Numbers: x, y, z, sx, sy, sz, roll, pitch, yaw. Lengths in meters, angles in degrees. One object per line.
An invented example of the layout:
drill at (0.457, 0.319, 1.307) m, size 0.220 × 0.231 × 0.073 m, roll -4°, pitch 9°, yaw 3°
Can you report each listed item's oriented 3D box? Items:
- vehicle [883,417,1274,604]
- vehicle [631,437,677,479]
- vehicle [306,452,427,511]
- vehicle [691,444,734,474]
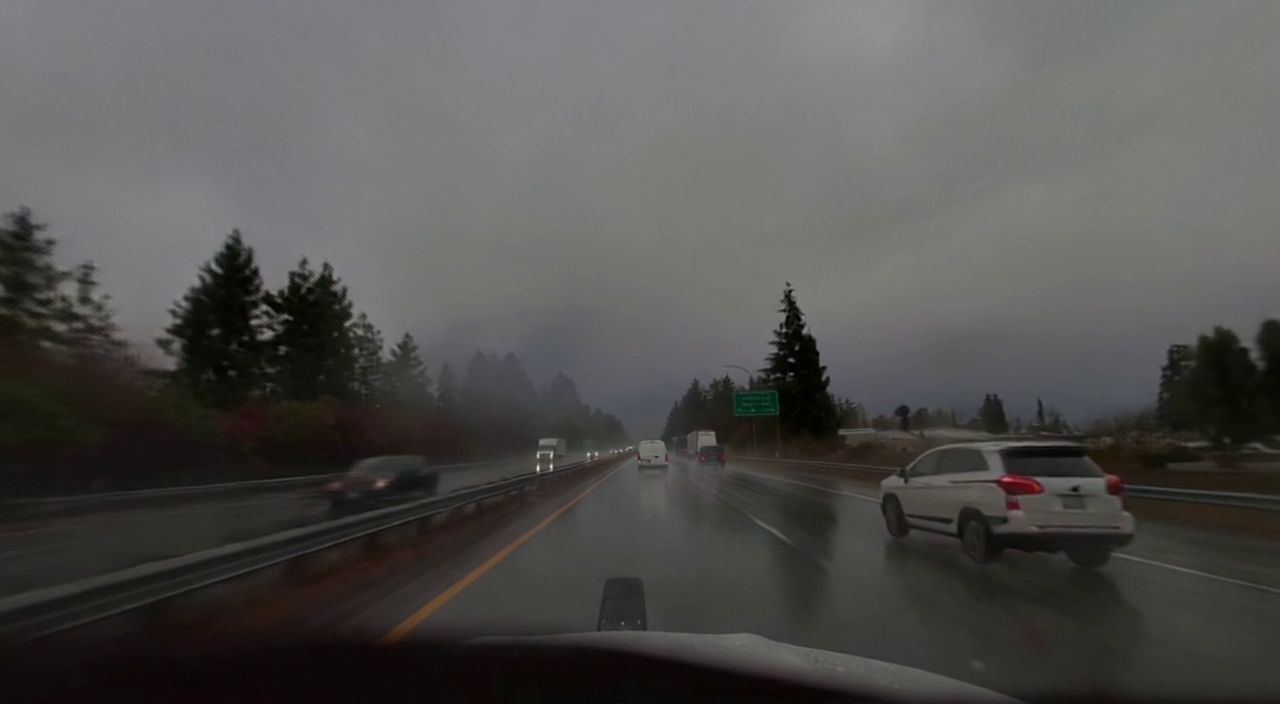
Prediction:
vehicle at (4.399, 1.611, 7.149) m, size 1.868 × 1.566 × 3.509 m, roll 0°, pitch -9°, yaw 0°
vehicle at (0.664, 5.285, 31.627) m, size 2.143 × 1.925 × 4.101 m, roll 0°, pitch -9°, yaw 0°
vehicle at (-8.260, 3.916, 19.484) m, size 1.920 × 1.570 × 3.956 m, roll 0°, pitch -9°, yaw 0°
vehicle at (4.272, 6.338, 37.652) m, size 1.961 × 1.689 × 3.971 m, roll 0°, pitch -9°, yaw -1°
